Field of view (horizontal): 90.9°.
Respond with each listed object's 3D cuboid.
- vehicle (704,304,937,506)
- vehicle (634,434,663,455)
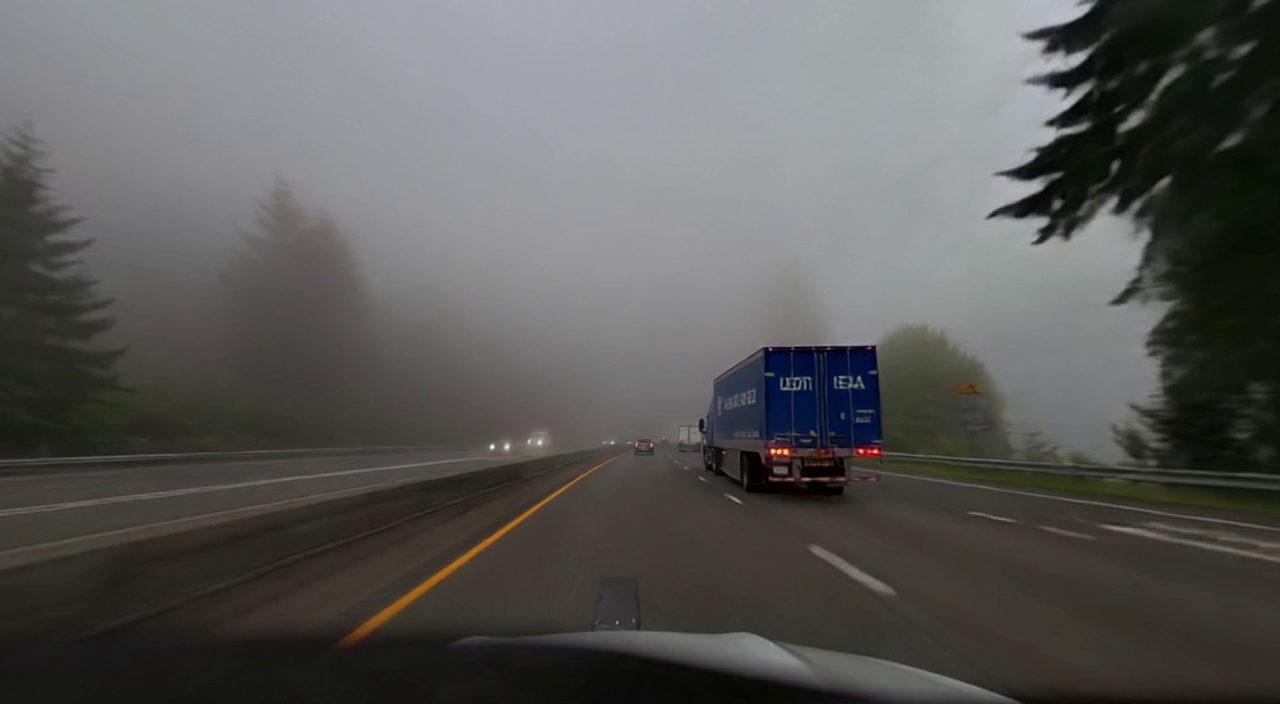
[{"bbox_3d":[4.314,1.934,19.634,3.171,4.072,13.784,0,-7,0],"label":"vehicle"},{"bbox_3d":[0.636,7.251,49.602,2.209,1.499,4.144,0,-7,0],"label":"vehicle"}]
